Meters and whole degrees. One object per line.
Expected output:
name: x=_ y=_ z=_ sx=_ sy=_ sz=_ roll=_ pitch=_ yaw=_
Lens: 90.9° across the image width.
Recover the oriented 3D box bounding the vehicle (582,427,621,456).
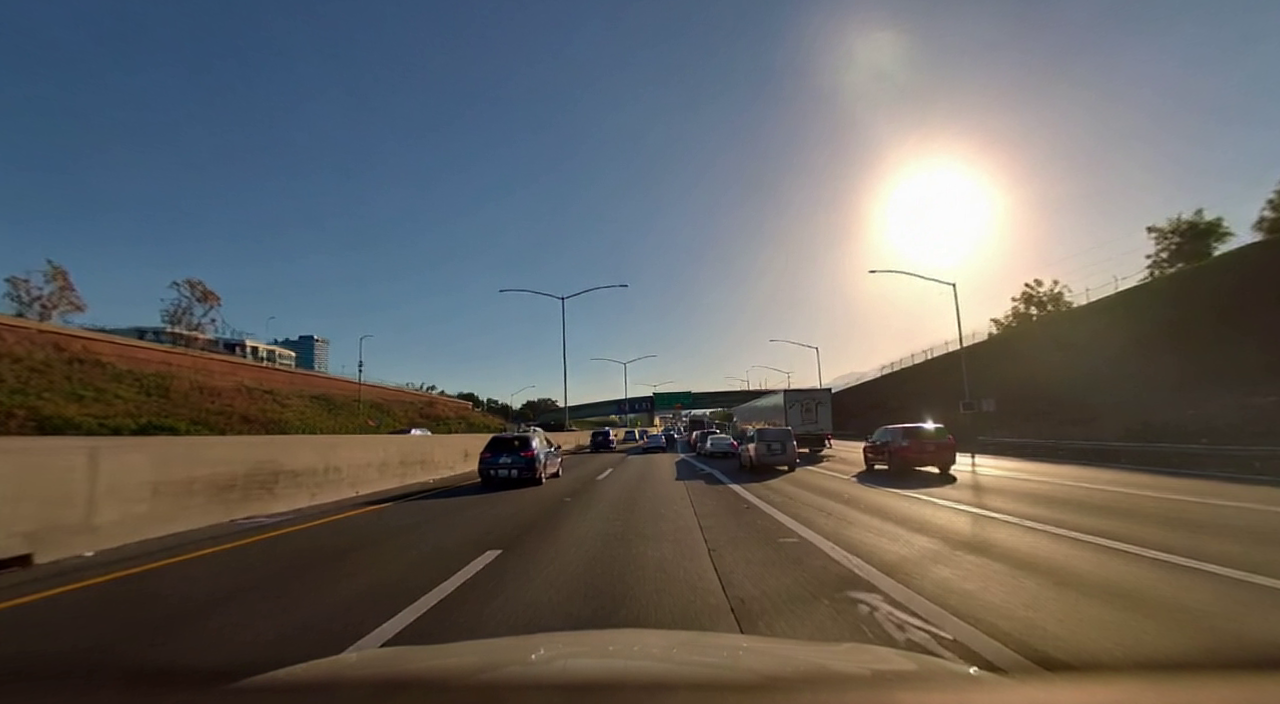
vehicle: x=-2.432 y=5.786 z=40.806 sx=2.006 sy=1.741 sz=4.277 roll=-1 pitch=-8 yaw=3

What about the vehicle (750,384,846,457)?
vehicle: x=9.377 y=4.546 z=39.606 sx=3.007 sy=3.725 sz=13.835 roll=-1 pitch=-8 yaw=2

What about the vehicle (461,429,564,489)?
vehicle: x=-3.447 y=2.985 z=17.939 sx=1.914 sy=1.476 sz=4.416 roll=-1 pitch=-8 yaw=2

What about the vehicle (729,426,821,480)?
vehicle: x=4.111 y=3.167 z=20.030 sx=1.933 sy=1.503 sz=4.520 roll=-1 pitch=-8 yaw=0

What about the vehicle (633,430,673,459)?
vehicle: x=0.706 y=5.045 z=34.326 sx=2.040 sy=1.461 sz=3.984 roll=-1 pitch=-8 yaw=1

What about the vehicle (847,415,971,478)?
vehicle: x=8.447 y=3.039 z=20.353 sx=2.072 sy=1.761 sz=4.461 roll=-1 pitch=-8 yaw=1
